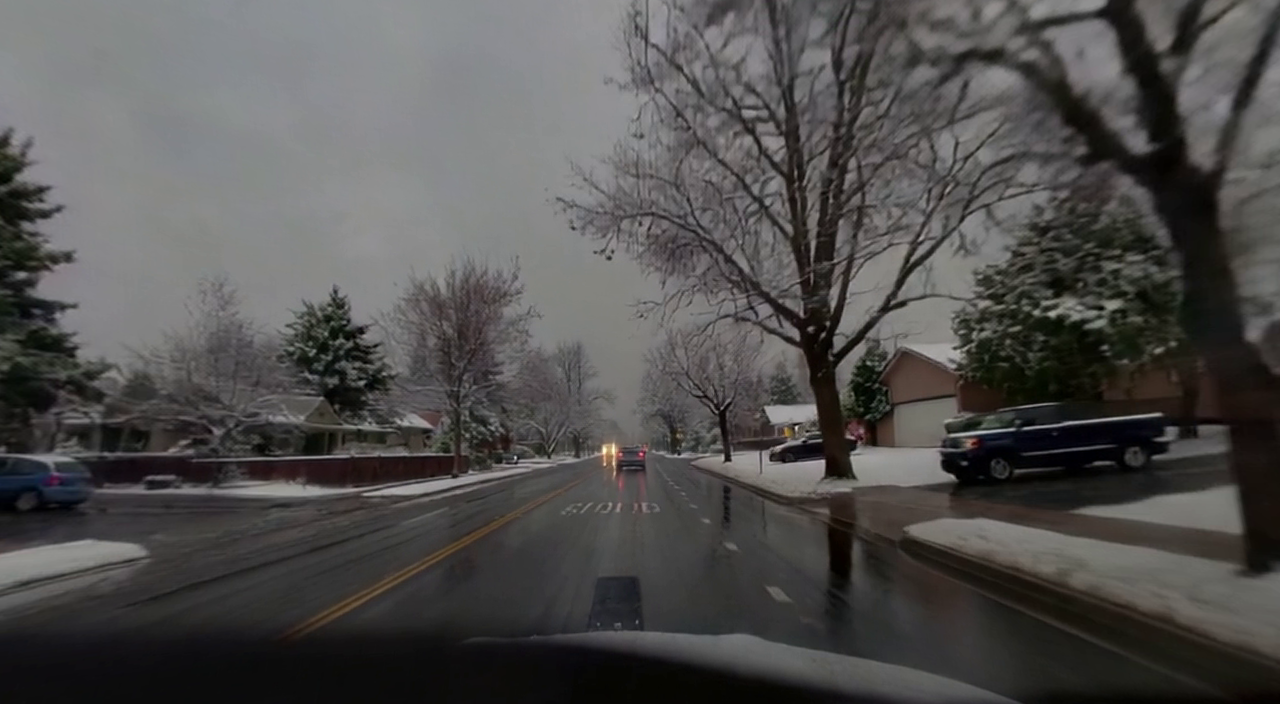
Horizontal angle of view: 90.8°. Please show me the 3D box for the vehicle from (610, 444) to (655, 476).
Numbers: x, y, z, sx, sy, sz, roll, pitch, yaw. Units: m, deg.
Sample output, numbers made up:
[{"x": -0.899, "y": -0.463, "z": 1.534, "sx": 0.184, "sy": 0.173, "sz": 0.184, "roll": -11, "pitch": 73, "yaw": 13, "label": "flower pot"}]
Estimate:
[{"x": -0.361, "y": 5.433, "z": 31.883, "sx": 2.098, "sy": 1.483, "sz": 4.099, "roll": 0, "pitch": -9, "yaw": 0, "label": "vehicle"}]

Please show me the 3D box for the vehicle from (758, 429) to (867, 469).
[{"x": 8.621, "y": 4.880, "z": 31.912, "sx": 4.740, "sy": 1.467, "sz": 2.074, "roll": -5, "pitch": -9, "yaw": -3, "label": "vehicle"}]

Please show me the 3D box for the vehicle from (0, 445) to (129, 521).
[{"x": -17.071, "y": 3.494, "z": 17.158, "sx": 4.463, "sy": 1.917, "sz": 1.970, "roll": 1, "pitch": -9, "yaw": -5, "label": "vehicle"}]

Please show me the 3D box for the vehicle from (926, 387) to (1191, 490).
[{"x": 9.545, "y": 2.027, "z": 14.712, "sx": 4.634, "sy": 1.723, "sz": 1.966, "roll": -6, "pitch": -9, "yaw": -2, "label": "vehicle"}]
